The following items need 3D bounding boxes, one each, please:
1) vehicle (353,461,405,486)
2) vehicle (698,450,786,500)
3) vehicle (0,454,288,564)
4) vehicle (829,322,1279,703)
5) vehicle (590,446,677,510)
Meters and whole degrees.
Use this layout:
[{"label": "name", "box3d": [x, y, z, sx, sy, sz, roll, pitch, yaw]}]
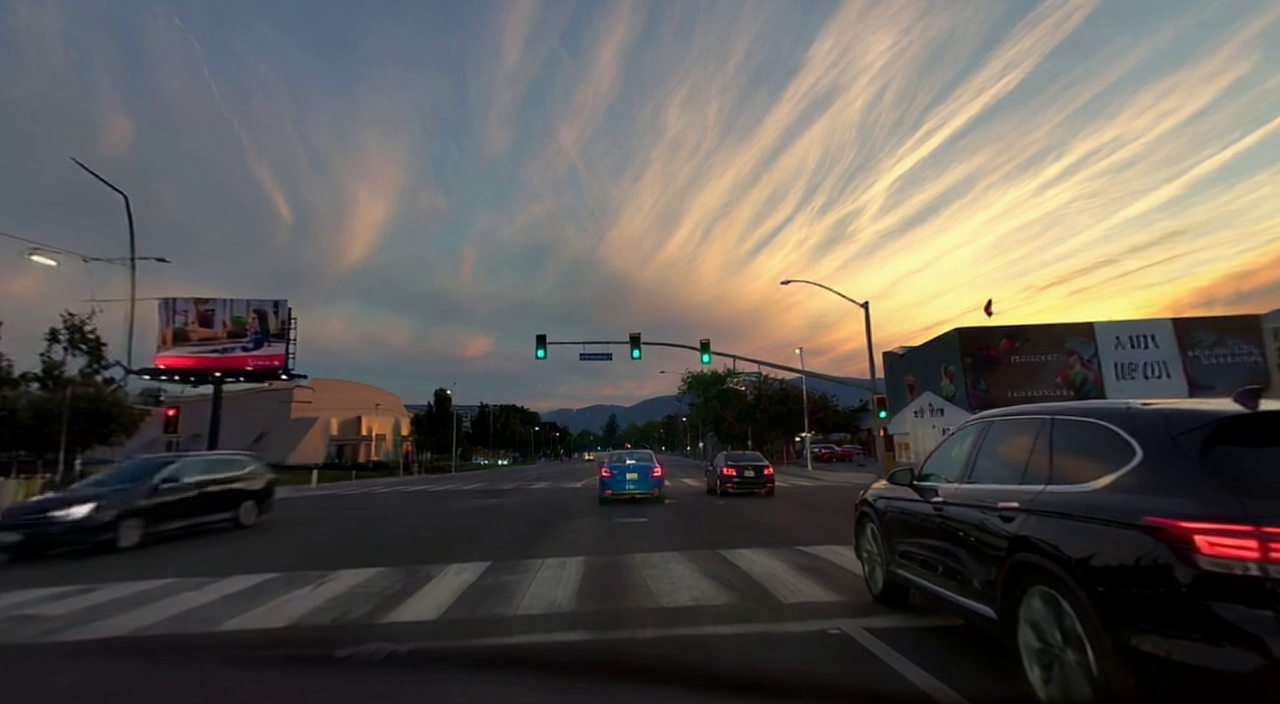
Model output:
[{"label": "vehicle", "box3d": [-19.206, 8.973, 46.741, 1.942, 1.628, 4.721, 0, -9, -1]}, {"label": "vehicle", "box3d": [3.173, 3.913, 20.600, 2.009, 1.414, 4.416, 0, -9, -2]}, {"label": "vehicle", "box3d": [-8.672, 2.642, 11.476, 1.879, 1.510, 4.619, 0, -9, 0]}, {"label": "vehicle", "box3d": [2.982, 1.102, 4.172, 2.047, 1.785, 4.357, 0, -9, -1]}, {"label": "vehicle", "box3d": [-0.206, 3.353, 17.303, 2.095, 1.502, 3.873, 0, -9, -2]}]
